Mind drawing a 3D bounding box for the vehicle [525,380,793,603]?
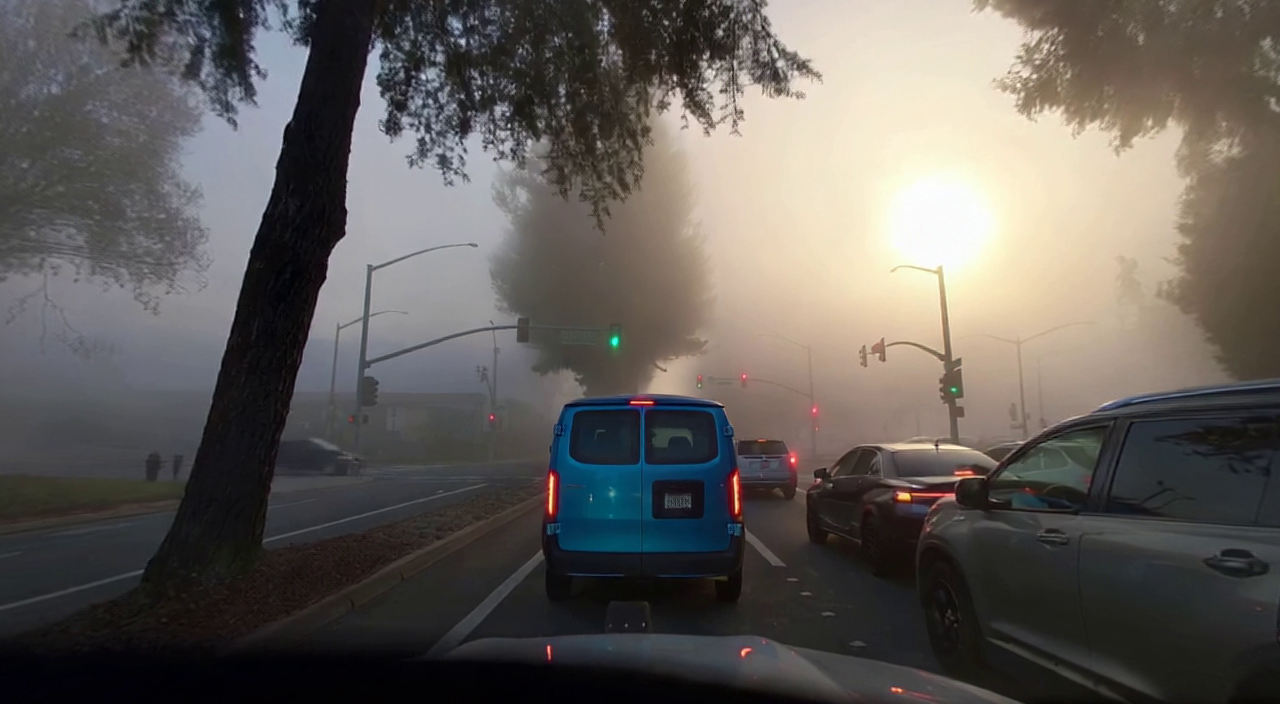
[{"bbox_3d":[0.167,1.466,7.442,2.185,1.822,4.391,0,-8,0],"label":"vehicle"}]

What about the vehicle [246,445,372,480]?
[{"bbox_3d":[-15.448,5.164,29.618,4.789,1.514,1.866,1,-8,-5],"label":"vehicle"}]

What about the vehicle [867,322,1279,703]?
[{"bbox_3d":[2.898,0.948,3.183,1.971,1.663,4.287,0,-8,1],"label":"vehicle"}]
